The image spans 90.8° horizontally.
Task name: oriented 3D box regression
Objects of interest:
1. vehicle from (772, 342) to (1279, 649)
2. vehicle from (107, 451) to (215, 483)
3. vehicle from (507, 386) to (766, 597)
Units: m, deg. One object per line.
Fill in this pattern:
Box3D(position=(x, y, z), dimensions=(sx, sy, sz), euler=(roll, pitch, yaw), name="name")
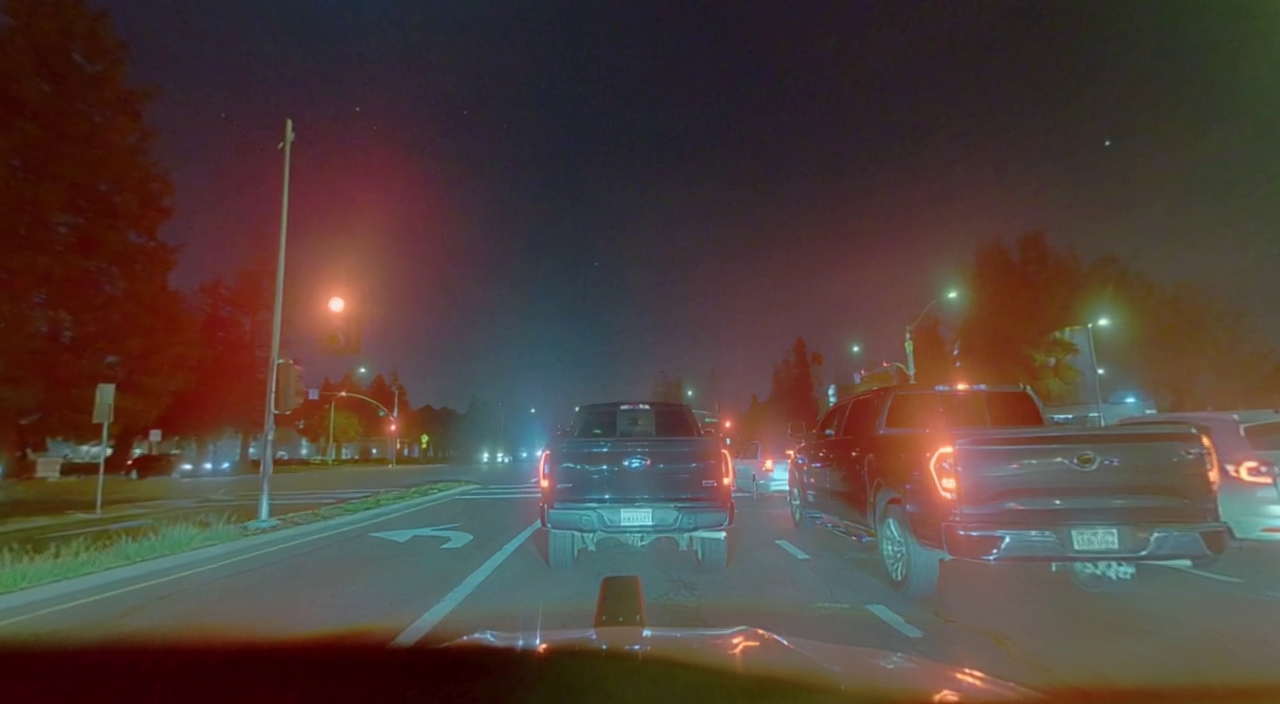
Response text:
Box3D(position=(3.321, 1.321, 6.927), dimensions=(2.412, 1.953, 5.682), euler=(0, -9, -1), name="vehicle")
Box3D(position=(-26.377, 6.326, 35.022), dimensions=(4.437, 1.669, 1.936), euler=(5, -10, -30), name="vehicle")
Box3D(position=(-0.063, 1.577, 8.055), dimensions=(2.240, 1.821, 5.001), euler=(0, -9, -1), name="vehicle")
